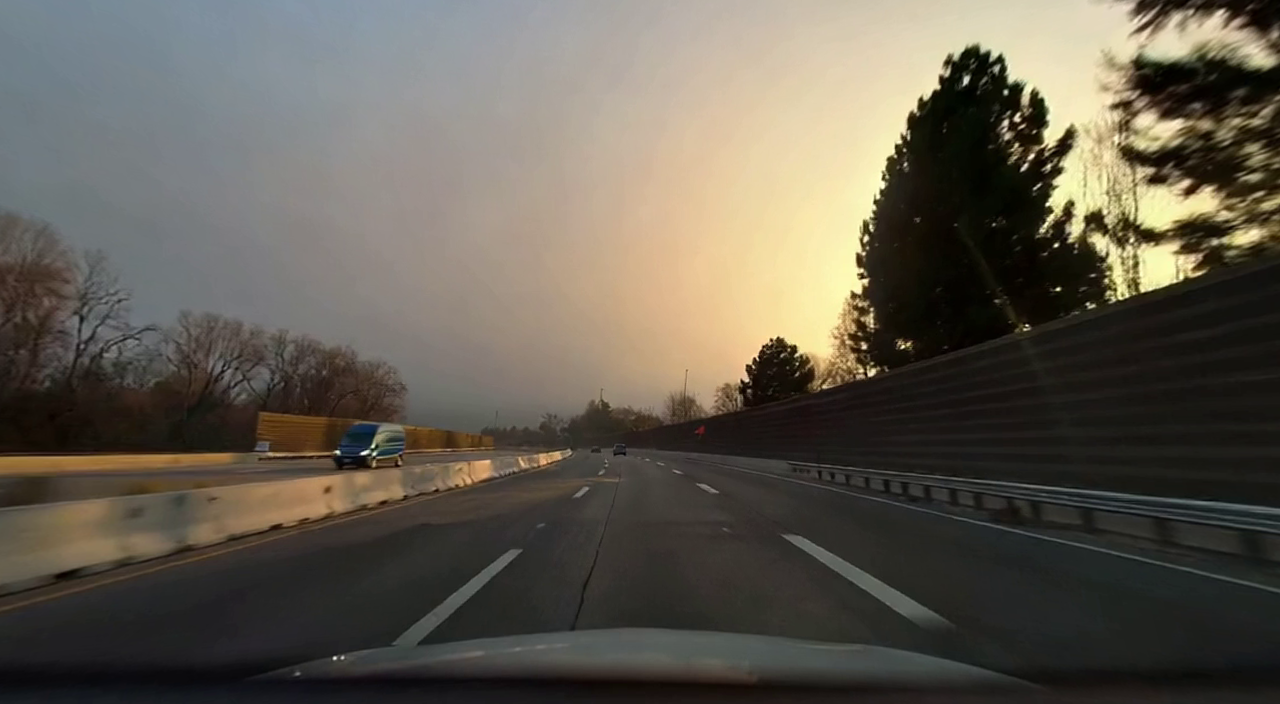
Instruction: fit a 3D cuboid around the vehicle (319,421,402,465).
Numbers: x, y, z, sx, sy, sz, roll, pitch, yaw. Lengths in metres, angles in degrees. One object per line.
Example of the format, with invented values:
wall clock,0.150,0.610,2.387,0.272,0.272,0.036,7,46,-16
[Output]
vehicle,-16.287,5.390,36.959,2.276,2.354,5.753,0,-9,-1
